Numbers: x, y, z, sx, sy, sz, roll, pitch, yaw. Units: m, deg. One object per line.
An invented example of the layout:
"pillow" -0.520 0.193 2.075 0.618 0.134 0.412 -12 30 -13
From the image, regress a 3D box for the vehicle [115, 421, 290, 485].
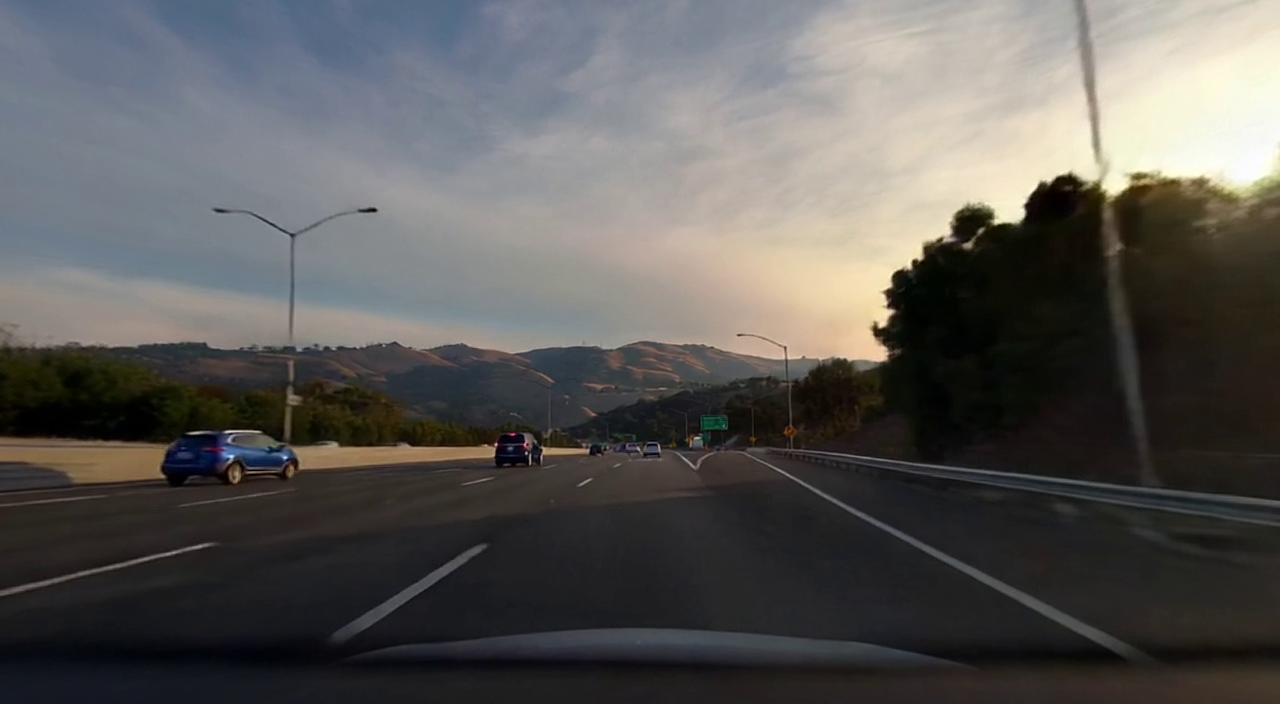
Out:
"vehicle" -13.903 3.263 20.526 2.079 1.822 4.893 0 -9 1

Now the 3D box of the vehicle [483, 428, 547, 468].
"vehicle" -6.513 5.089 33.436 2.219 1.947 4.924 0 -9 2
